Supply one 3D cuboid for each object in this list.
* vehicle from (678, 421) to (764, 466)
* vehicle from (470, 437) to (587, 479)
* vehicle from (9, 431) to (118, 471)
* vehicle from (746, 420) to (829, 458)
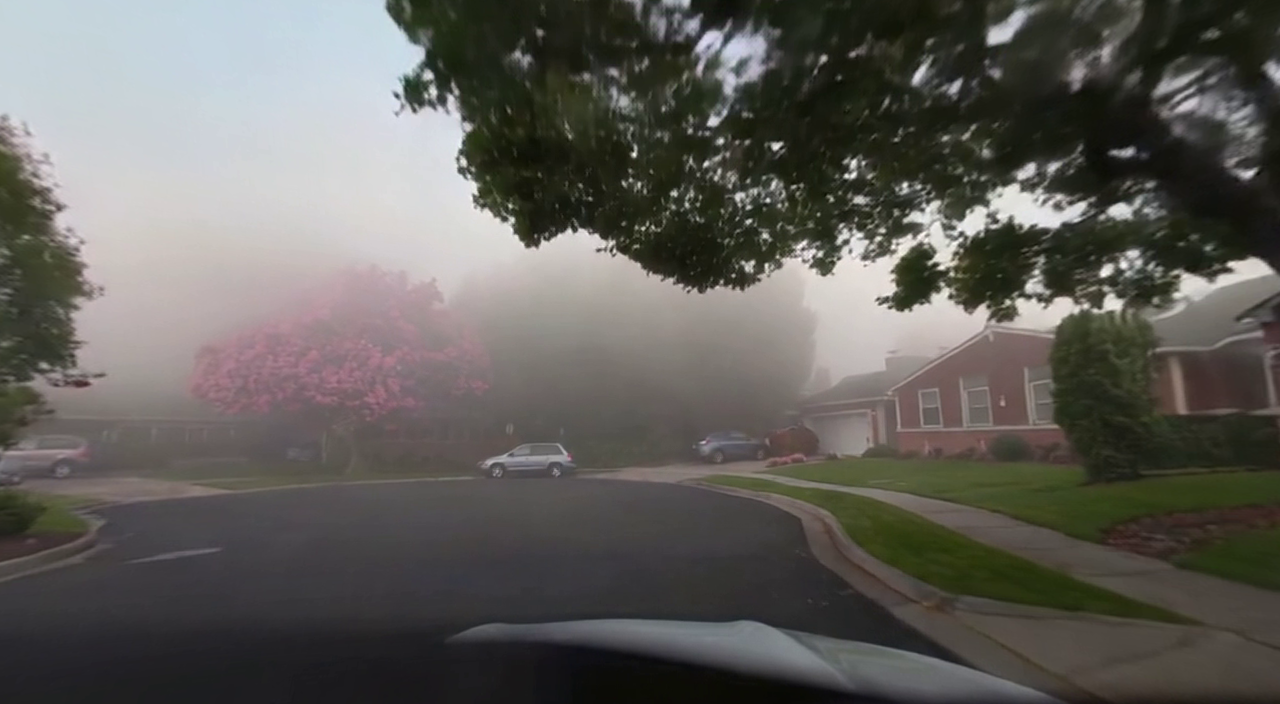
[{"bbox_3d":[4.207,4.619,32.405,2.310,1.701,4.280,-3,-1,41],"label":"vehicle"},{"bbox_3d":[-5.063,4.864,29.040,4.815,1.827,2.147,-1,-9,9],"label":"vehicle"},{"bbox_3d":[-27.148,4.655,29.755,4.237,1.728,2.203,-4,-10,26],"label":"vehicle"},{"bbox_3d":[7.539,4.467,32.007,2.152,1.773,4.495,-8,-12,41],"label":"vehicle"}]
